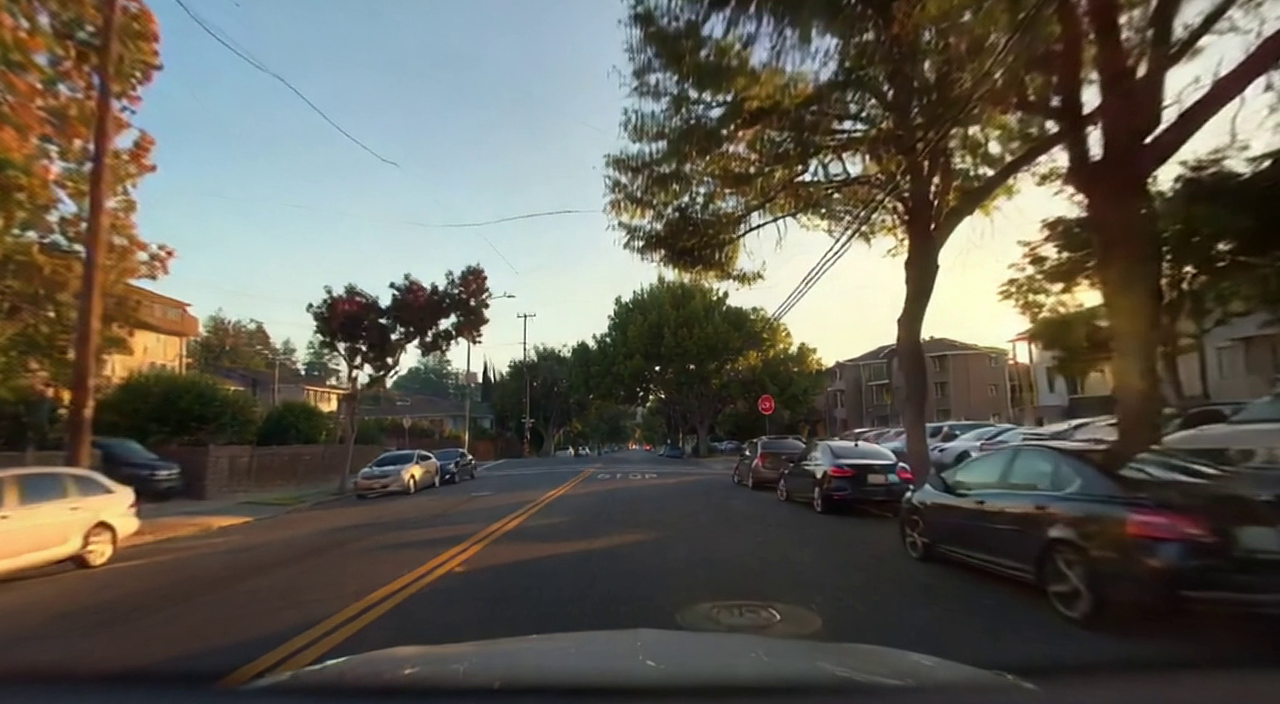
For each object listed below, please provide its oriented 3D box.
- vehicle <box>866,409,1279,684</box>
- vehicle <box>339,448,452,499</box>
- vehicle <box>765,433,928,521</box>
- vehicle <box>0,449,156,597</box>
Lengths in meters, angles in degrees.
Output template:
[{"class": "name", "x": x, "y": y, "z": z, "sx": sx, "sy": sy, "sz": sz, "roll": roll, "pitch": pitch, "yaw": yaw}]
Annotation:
[{"class": "vehicle", "x": 4.053, "y": 1.484, "z": 5.996, "sx": 2.133, "sy": 1.586, "sz": 4.498, "roll": 0, "pitch": -9, "yaw": 0}, {"class": "vehicle", "x": -7.904, "y": 3.941, "z": 20.967, "sx": 1.904, "sy": 1.488, "sz": 4.600, "roll": 0, "pitch": -9, "yaw": 0}, {"class": "vehicle", "x": 4.011, "y": 2.503, "z": 13.101, "sx": 1.846, "sy": 1.506, "sz": 4.165, "roll": 0, "pitch": -9, "yaw": -2}, {"class": "vehicle", "x": -7.843, "y": 1.850, "z": 6.894, "sx": 1.962, "sy": 1.568, "sz": 3.939, "roll": 0, "pitch": -9, "yaw": 0}]
